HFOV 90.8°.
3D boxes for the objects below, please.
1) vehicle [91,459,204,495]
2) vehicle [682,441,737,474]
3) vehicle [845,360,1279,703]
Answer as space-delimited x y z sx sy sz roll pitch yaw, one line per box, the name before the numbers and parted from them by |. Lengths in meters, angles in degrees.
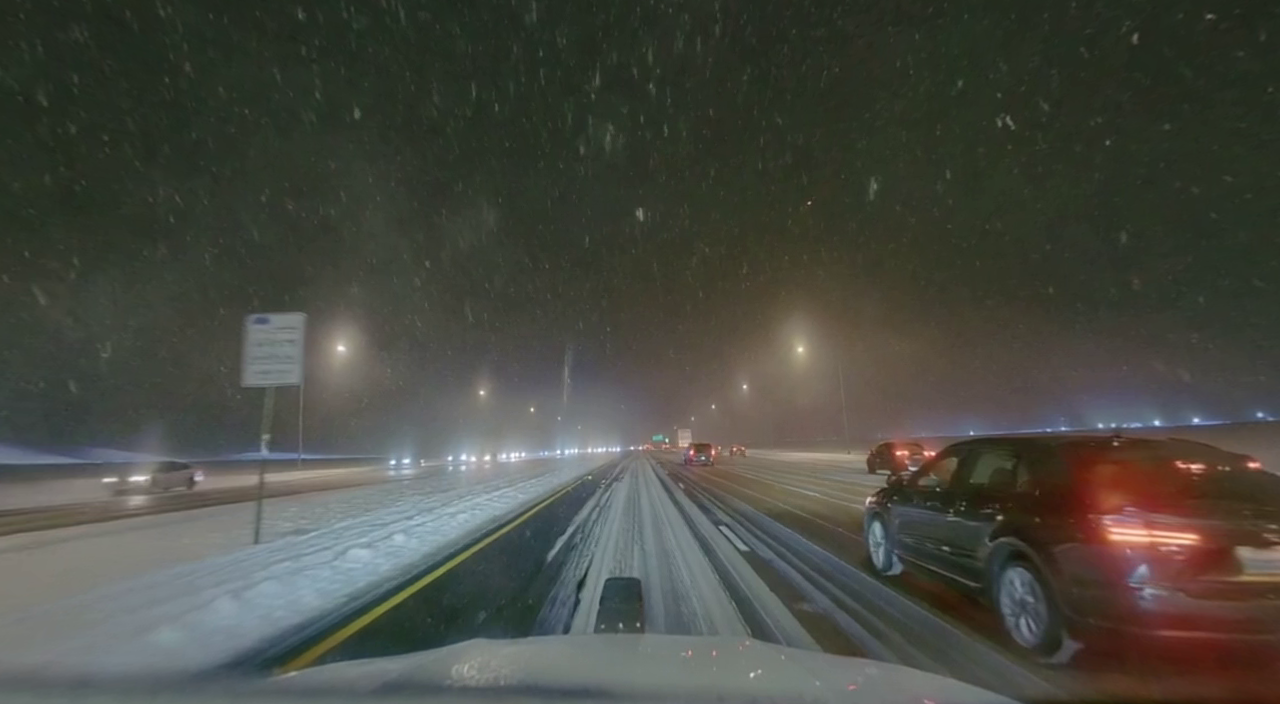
vehicle | -22.006 5.573 28.450 1.857 1.392 4.044 0 -9 -1
vehicle | 3.212 4.994 30.124 2.038 1.477 4.313 0 -8 -1
vehicle | 3.294 1.163 4.648 1.977 1.601 4.598 0 -8 -1
